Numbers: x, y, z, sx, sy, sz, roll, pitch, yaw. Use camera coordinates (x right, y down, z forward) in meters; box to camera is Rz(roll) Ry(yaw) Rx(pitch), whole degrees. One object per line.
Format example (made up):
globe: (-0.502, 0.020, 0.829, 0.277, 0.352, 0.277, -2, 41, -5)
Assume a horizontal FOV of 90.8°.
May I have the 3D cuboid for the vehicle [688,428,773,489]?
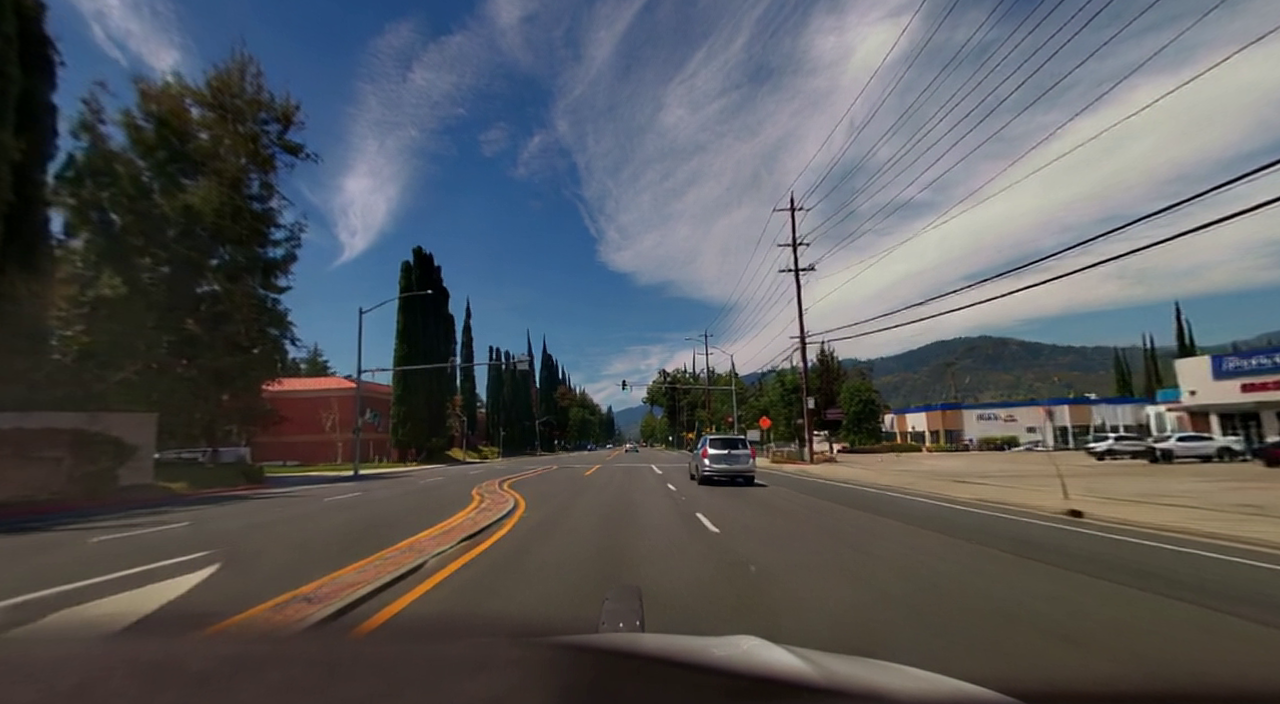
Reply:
vehicle: (2.876, 3.534, 21.228, 2.060, 1.820, 4.713, 0, -9, -2)
